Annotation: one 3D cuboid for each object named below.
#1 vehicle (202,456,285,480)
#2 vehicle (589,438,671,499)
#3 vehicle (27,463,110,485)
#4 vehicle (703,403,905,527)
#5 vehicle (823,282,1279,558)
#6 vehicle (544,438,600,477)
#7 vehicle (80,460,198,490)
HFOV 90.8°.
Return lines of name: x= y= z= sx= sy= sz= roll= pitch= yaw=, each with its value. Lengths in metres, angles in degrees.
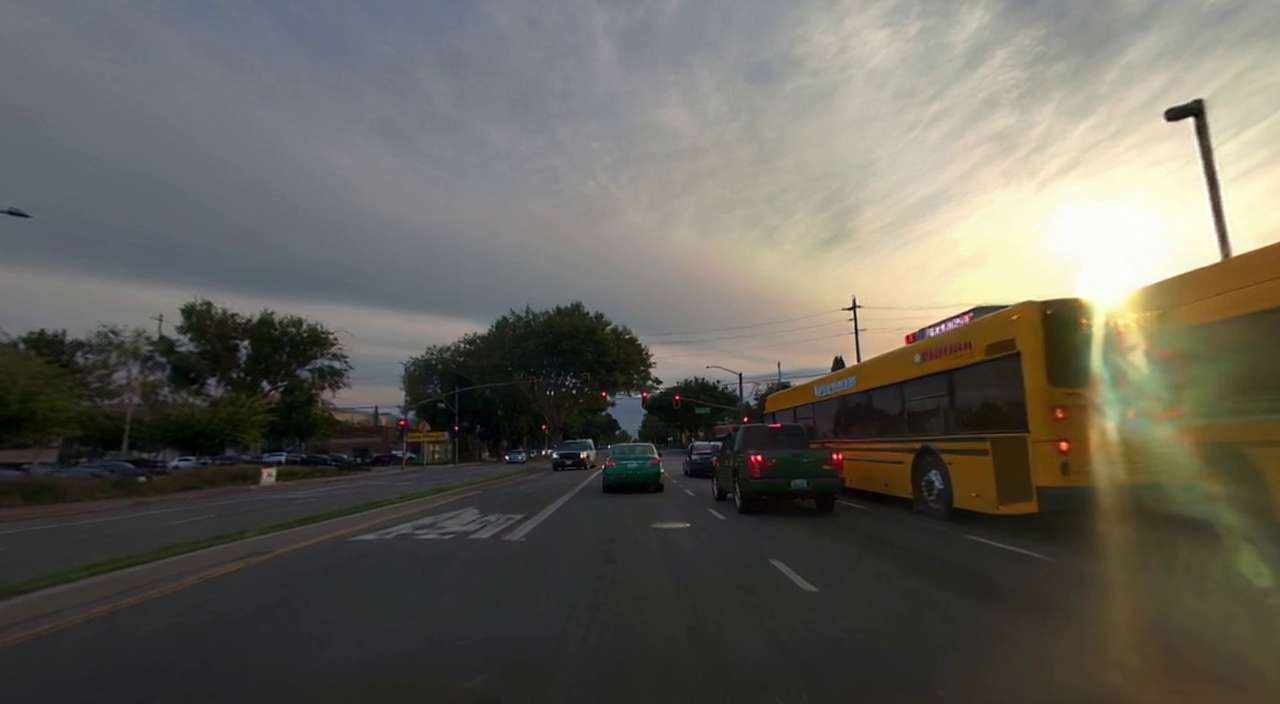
vehicle: x=-27.940 y=8.163 z=44.647 sx=4.800 sy=1.461 sz=1.831 roll=5 pitch=-10 yaw=-32
vehicle: x=-0.282 y=3.237 z=17.924 sx=2.071 sy=1.525 sz=3.723 roll=0 pitch=-9 yaw=-1
vehicle: x=-41.254 y=8.827 z=45.644 sx=4.357 sy=1.470 sz=1.808 roll=-1 pitch=-9 yaw=4
vehicle: x=2.915 y=2.246 z=13.117 sx=2.490 sy=1.951 sz=5.931 roll=0 pitch=-9 yaw=-1
vehicle: x=6.350 y=1.426 z=12.065 sx=2.879 sy=3.318 sz=8.881 roll=0 pitch=-8 yaw=-1
vehicle: x=-3.194 y=5.080 z=30.600 sx=2.180 sy=1.708 sz=4.397 roll=0 pitch=-9 yaw=0
vehicle: x=-28.352 y=6.952 z=35.948 sx=4.881 sy=1.458 sz=1.914 roll=4 pitch=-10 yaw=-27
